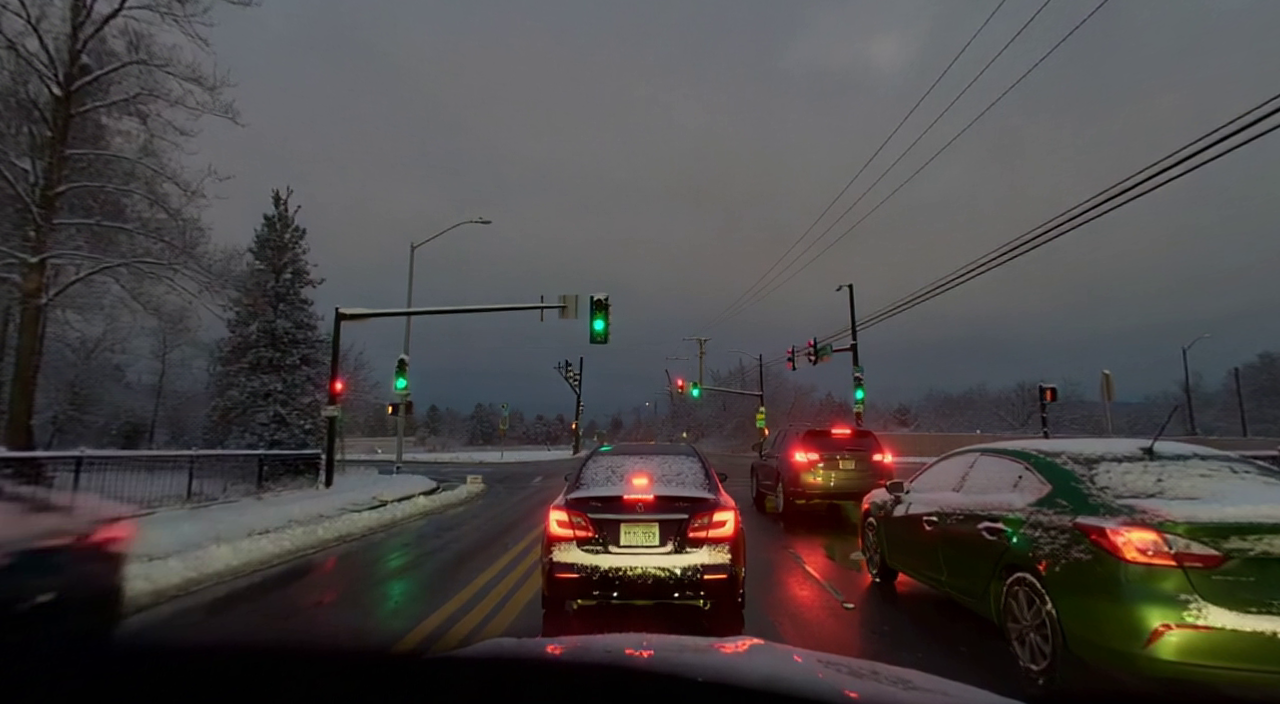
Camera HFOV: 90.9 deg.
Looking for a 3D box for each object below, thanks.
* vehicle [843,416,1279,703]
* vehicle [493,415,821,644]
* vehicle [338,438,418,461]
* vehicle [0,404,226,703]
[{"bbox_3d":[3.090,1.240,4.142,2.027,1.432,4.431,0,-8,0],"label":"vehicle"},{"bbox_3d":[0.085,1.502,6.433,2.170,1.497,4.369,0,-8,-1],"label":"vehicle"},{"bbox_3d":[-17.214,6.409,41.472,4.406,1.458,1.892,-1,-8,7],"label":"vehicle"},{"bbox_3d":[-3.279,0.774,1.250,1.959,1.456,4.488,0,-8,-2],"label":"vehicle"}]
